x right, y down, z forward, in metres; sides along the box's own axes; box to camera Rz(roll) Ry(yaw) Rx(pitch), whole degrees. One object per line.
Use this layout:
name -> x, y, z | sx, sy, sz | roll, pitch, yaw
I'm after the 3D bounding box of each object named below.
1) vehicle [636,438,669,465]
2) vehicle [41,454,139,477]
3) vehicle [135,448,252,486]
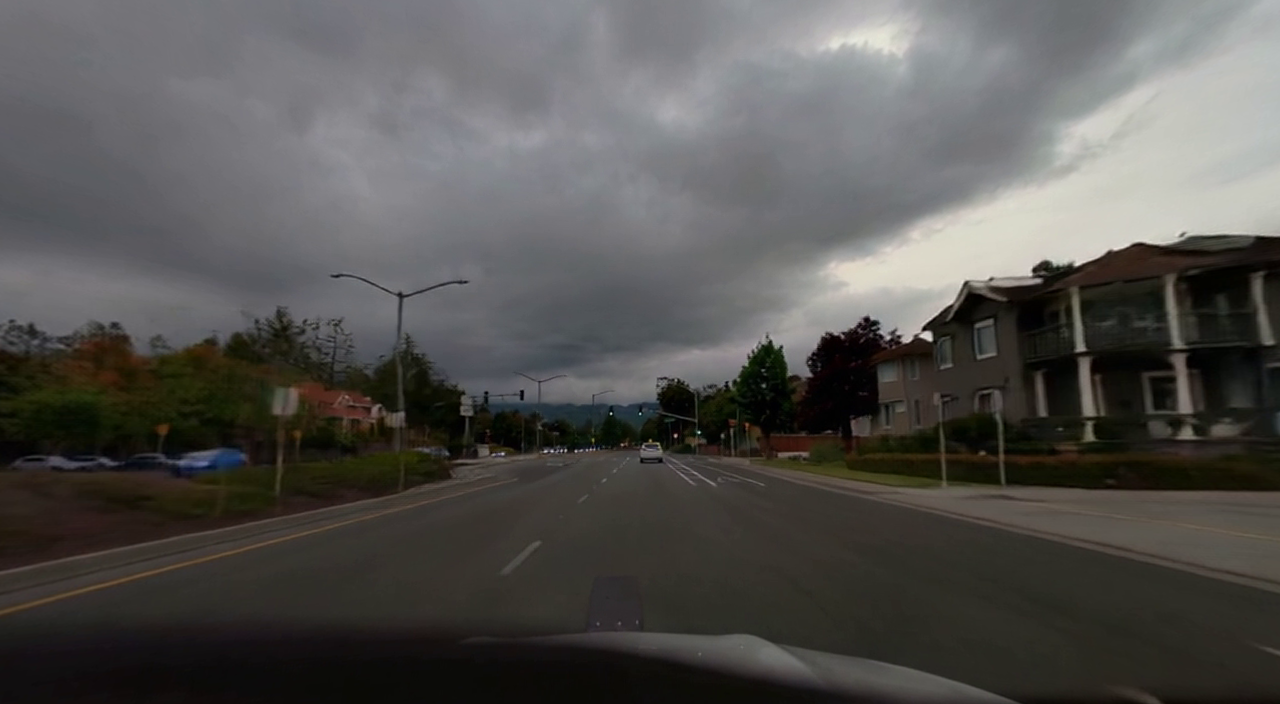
vehicle -> 0.884, 7.399, 47.058 | 2.273, 1.851, 5.075 | 0, -8, -1
vehicle -> -35.279, 7.270, 40.643 | 1.779, 1.357, 4.291 | -3, -9, 23
vehicle -> -19.454, 4.989, 27.797 | 1.950, 1.493, 4.351 | 0, -8, 0
